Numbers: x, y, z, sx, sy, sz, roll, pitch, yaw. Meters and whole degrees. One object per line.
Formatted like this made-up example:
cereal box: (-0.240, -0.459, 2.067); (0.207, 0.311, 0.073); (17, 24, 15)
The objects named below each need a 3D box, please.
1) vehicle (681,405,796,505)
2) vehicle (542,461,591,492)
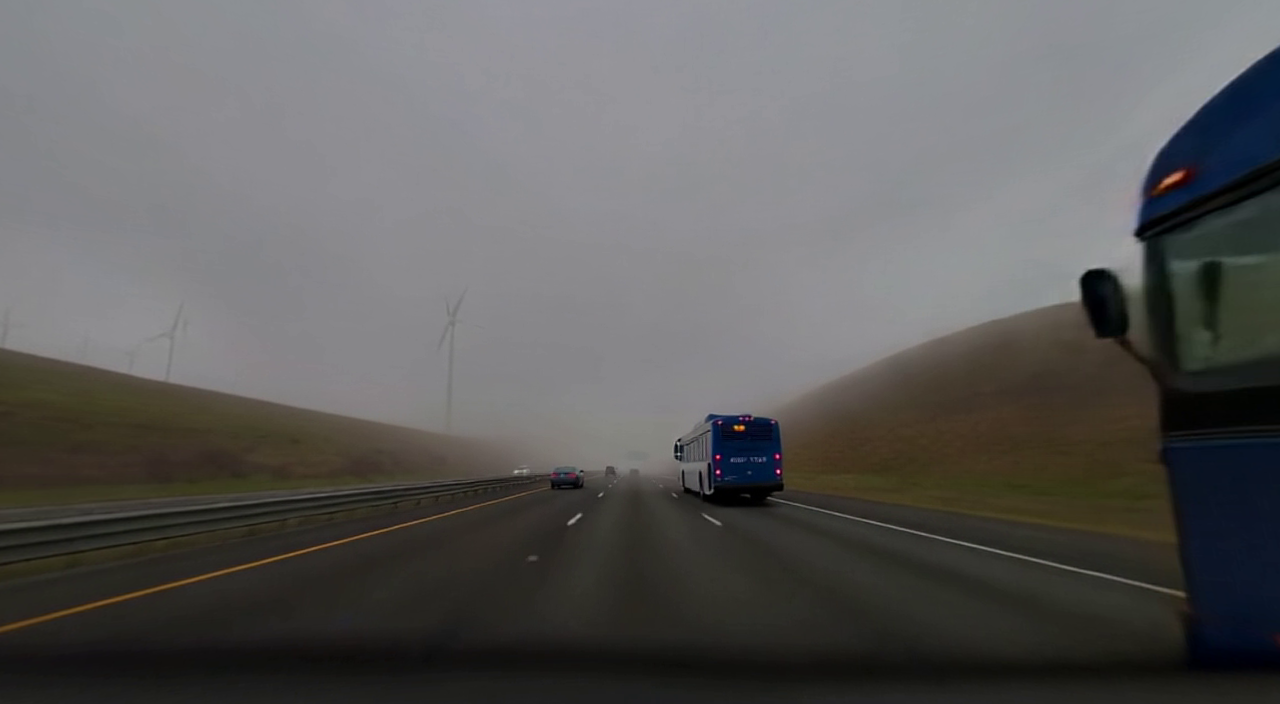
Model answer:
vehicle: (4.031, 5.047, 30.088); (2.941, 3.574, 14.463); (1, -11, -1)
vehicle: (-4.005, 6.899, 34.944); (2.213, 1.568, 4.274); (1, -11, -1)
